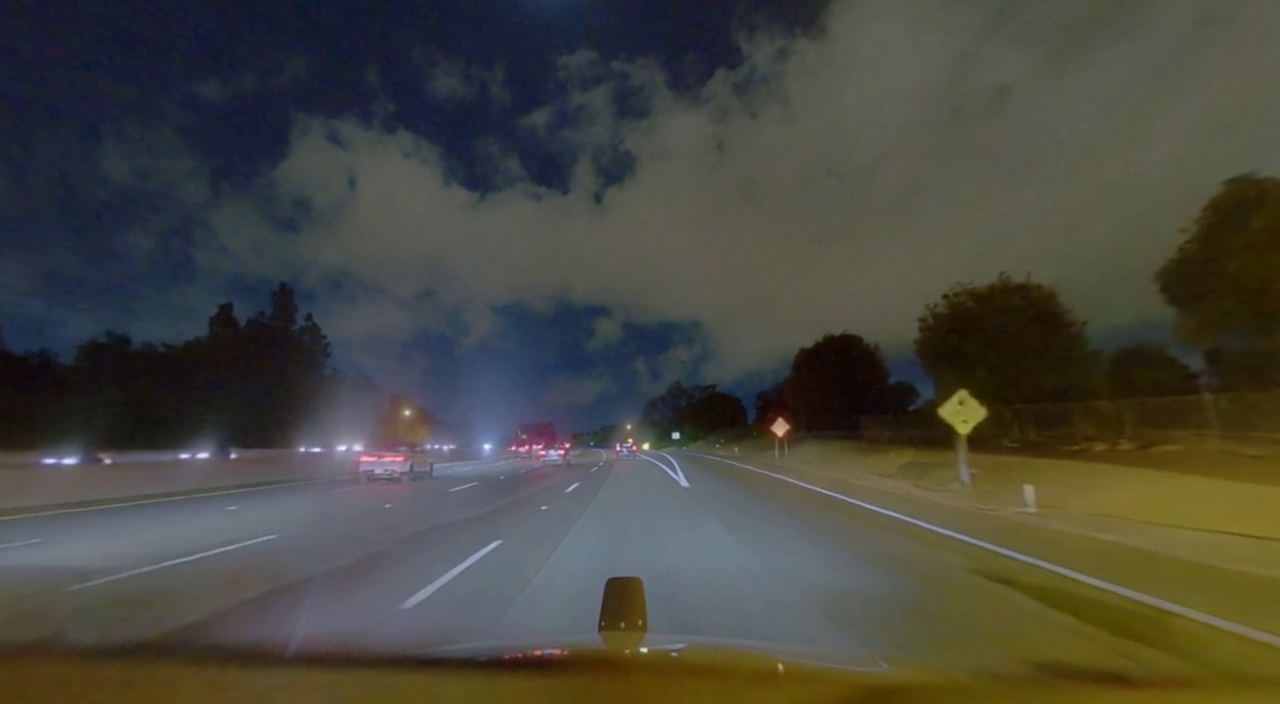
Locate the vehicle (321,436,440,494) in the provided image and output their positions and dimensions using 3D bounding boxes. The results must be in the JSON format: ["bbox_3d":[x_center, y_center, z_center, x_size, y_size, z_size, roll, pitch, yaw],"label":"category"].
[{"bbox_3d":[-8.087,3.544,20.140,2.086,1.628,4.039,0,-8,-1],"label":"vehicle"}]

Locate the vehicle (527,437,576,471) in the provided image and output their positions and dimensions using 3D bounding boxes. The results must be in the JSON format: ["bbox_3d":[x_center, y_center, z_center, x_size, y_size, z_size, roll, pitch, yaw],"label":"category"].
[{"bbox_3d":[-4.575,5.325,33.190,1.991,1.610,4.606,0,-8,-1],"label":"vehicle"}]

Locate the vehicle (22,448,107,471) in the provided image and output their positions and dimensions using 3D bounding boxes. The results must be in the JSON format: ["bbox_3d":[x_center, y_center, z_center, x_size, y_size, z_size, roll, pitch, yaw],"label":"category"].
[{"bbox_3d":[-39.230,7.335,43.154,1.754,1.456,4.341,0,-8,-2],"label":"vehicle"}]

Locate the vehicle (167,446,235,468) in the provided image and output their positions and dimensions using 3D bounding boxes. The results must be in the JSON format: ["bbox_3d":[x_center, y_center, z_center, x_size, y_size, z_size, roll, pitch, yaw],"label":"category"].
[{"bbox_3d":[-31.988,7.635,46.083,1.819,1.438,4.530,0,-8,-2],"label":"vehicle"}]

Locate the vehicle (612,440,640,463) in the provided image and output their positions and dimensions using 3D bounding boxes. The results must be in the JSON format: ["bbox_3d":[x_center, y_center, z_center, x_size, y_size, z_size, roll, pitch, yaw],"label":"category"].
[{"bbox_3d":[-0.968,6.879,43.732,1.881,1.460,3.694,0,-8,-2],"label":"vehicle"}]
